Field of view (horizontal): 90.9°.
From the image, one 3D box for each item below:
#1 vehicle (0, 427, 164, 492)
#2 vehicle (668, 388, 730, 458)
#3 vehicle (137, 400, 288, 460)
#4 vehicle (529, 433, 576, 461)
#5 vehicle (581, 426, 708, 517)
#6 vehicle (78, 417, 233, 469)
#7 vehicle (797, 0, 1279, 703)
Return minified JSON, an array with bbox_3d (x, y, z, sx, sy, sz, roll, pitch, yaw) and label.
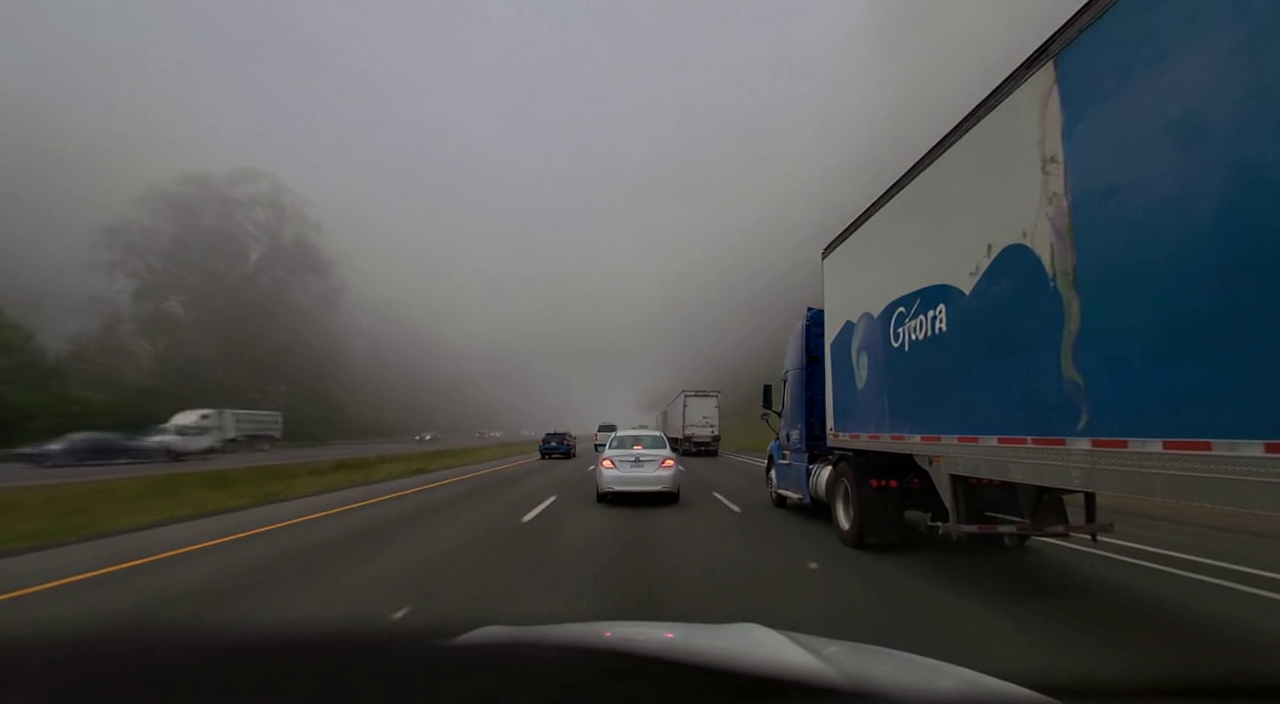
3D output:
[{"bbox_3d":[-15.891,2.880,17.484,1.835,1.541,4.415,0,-7,2],"label":"vehicle"},{"bbox_3d":[3.736,5.064,43.597,2.869,4.067,13.731,0,-8,0],"label":"vehicle"},{"bbox_3d":[-23.104,4.316,34.731,2.607,2.931,7.726,0,-7,2],"label":"vehicle"},{"bbox_3d":[-4.754,5.202,34.893,1.983,1.434,4.451,0,-8,0],"label":"vehicle"},{"bbox_3d":[0.034,2.156,11.920,2.021,1.435,3.611,0,-8,-1],"label":"vehicle"},{"bbox_3d":[-18.882,3.573,24.923,2.139,1.859,4.845,0,-8,2],"label":"vehicle"},{"bbox_3d":[4.121,-0.211,3.458,2.816,4.070,14.136,0,-8,0],"label":"vehicle"}]
